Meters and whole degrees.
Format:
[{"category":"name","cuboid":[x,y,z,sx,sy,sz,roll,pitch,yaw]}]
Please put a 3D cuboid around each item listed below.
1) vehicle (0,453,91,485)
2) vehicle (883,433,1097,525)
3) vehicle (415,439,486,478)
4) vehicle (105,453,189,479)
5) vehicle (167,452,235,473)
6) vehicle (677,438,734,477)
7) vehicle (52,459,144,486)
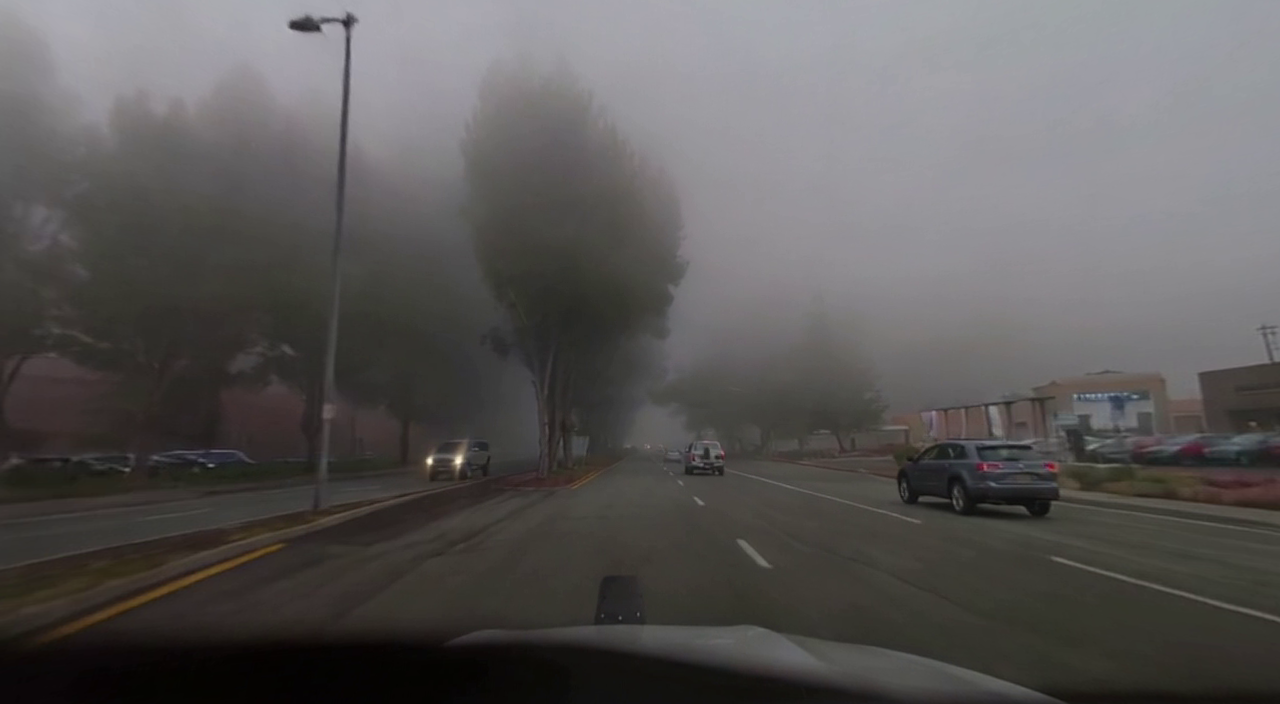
[{"category":"vehicle","cuboid":[-30.281,5.777,31.068,4.598,1.447,1.772,0,-8,0]},{"category":"vehicle","cuboid":[6.783,2.476,12.839,1.886,1.528,4.169,1,-9,-1]},{"category":"vehicle","cuboid":[-9.304,5.251,31.272,2.160,1.785,4.280,0,-9,0]},{"category":"vehicle","cuboid":[-28.672,6.618,36.662,3.453,1.405,1.745,0,-8,2]},{"category":"vehicle","cuboid":[-29.341,7.379,42.109,3.351,1.369,1.579,0,-9,3]},{"category":"vehicle","cuboid":[2.957,4.878,29.334,2.161,1.676,4.151,1,-9,-1]},{"category":"vehicle","cuboid":[-29.162,6.460,33.903,3.281,1.321,1.809,0,-8,2]}]
